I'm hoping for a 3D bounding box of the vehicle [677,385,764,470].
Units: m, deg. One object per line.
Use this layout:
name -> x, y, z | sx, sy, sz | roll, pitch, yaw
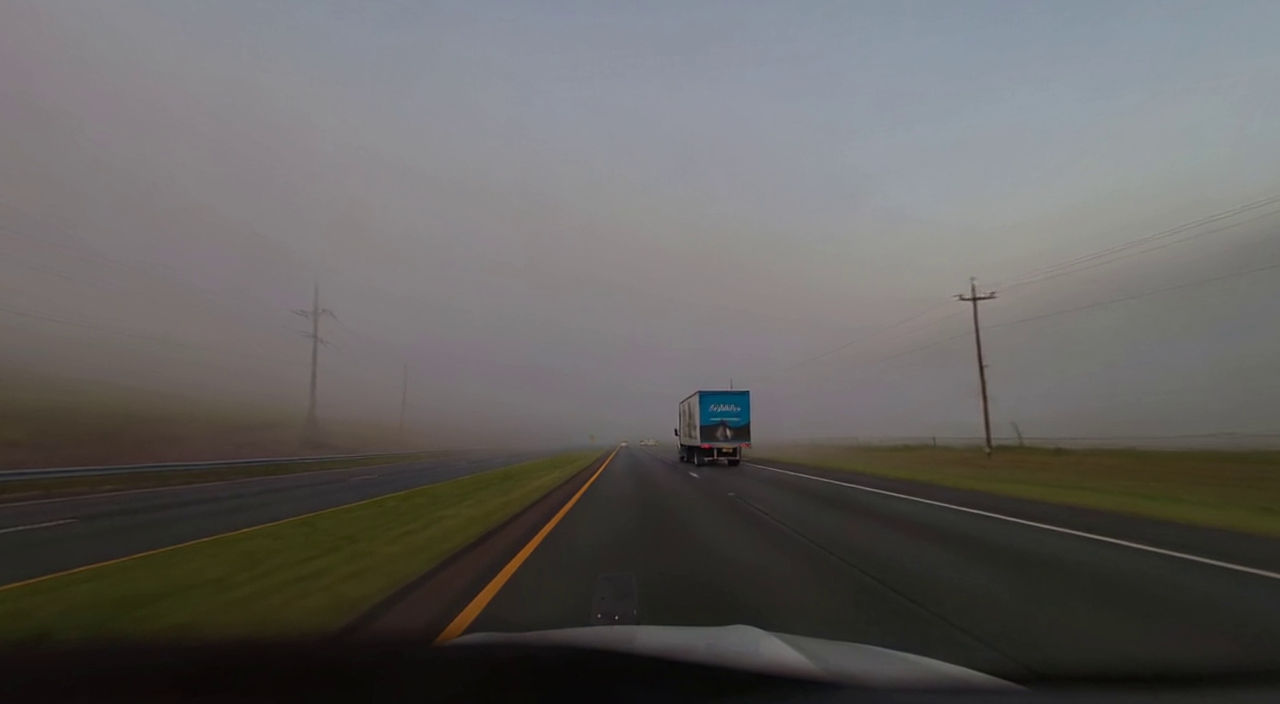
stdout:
vehicle -> 3.783, 3.948, 32.242 | 3.037, 3.672, 9.136 | 0, -8, -1
